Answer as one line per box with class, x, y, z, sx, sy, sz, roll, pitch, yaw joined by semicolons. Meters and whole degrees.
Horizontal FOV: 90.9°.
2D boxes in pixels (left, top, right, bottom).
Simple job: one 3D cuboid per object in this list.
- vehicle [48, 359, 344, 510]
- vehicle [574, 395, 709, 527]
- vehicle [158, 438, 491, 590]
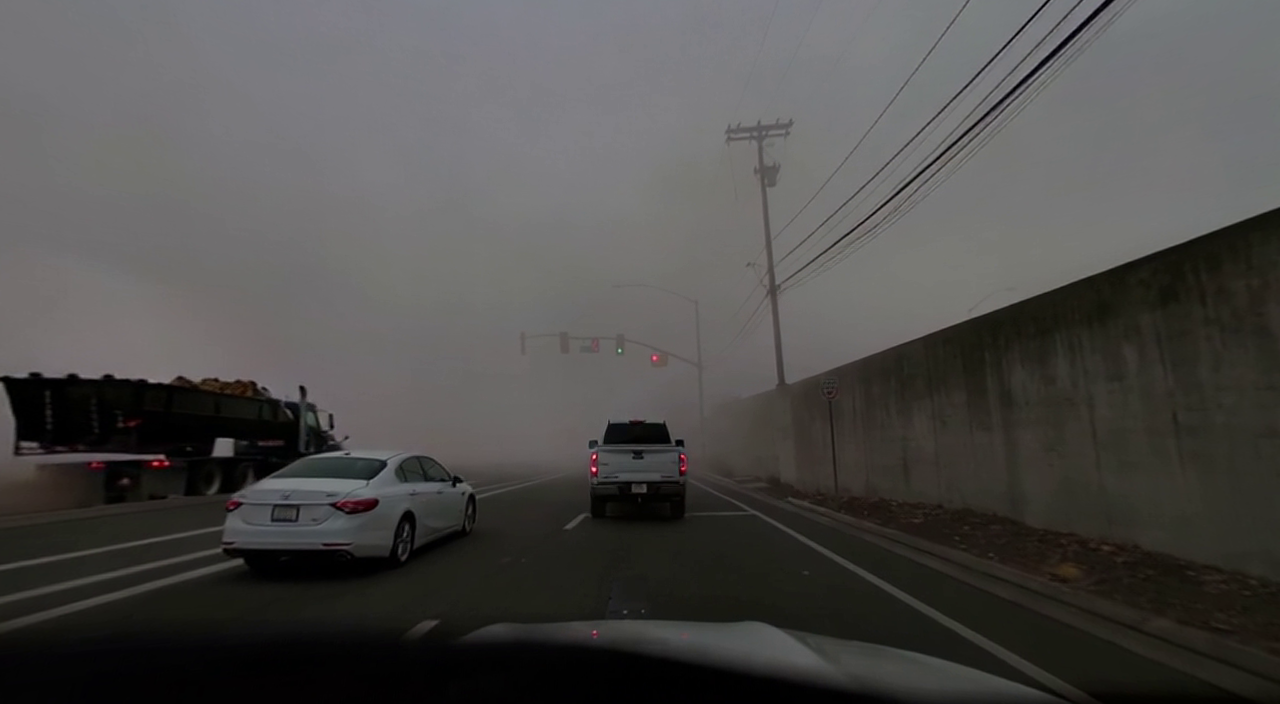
vehicle;-13.345;2.730;20.468;3.016;3.847;8.707;0;-8;1
vehicle;0.052;2.302;13.841;2.355;2.305;5.336;0;-8;1
vehicle;-3.722;1.976;8.793;2.019;1.480;4.966;0;-8;1
